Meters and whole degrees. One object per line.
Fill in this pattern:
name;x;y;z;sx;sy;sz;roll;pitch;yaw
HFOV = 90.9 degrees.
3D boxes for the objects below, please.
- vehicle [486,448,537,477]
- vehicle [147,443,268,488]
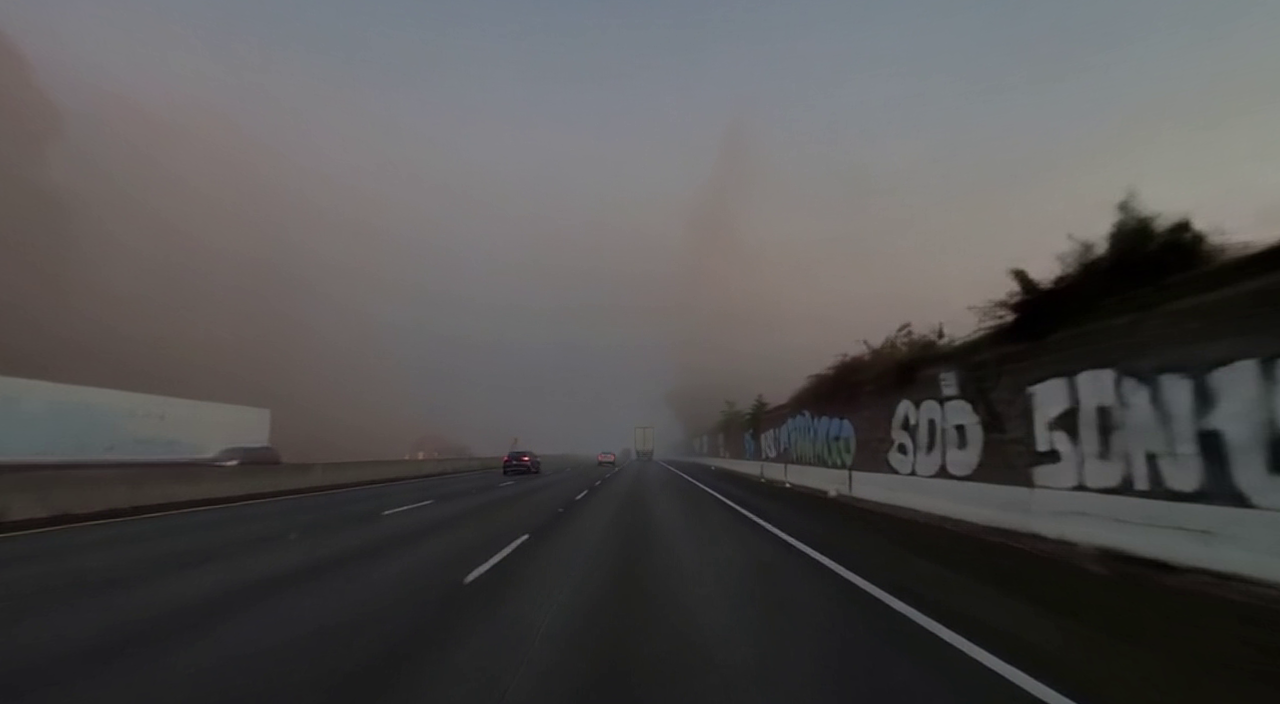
vehicle;-6.687;5.760;33.080;2.027;1.431;3.033;0;-9;1
vehicle;-18.292;4.790;26.962;1.989;1.732;4.444;0;-9;0
